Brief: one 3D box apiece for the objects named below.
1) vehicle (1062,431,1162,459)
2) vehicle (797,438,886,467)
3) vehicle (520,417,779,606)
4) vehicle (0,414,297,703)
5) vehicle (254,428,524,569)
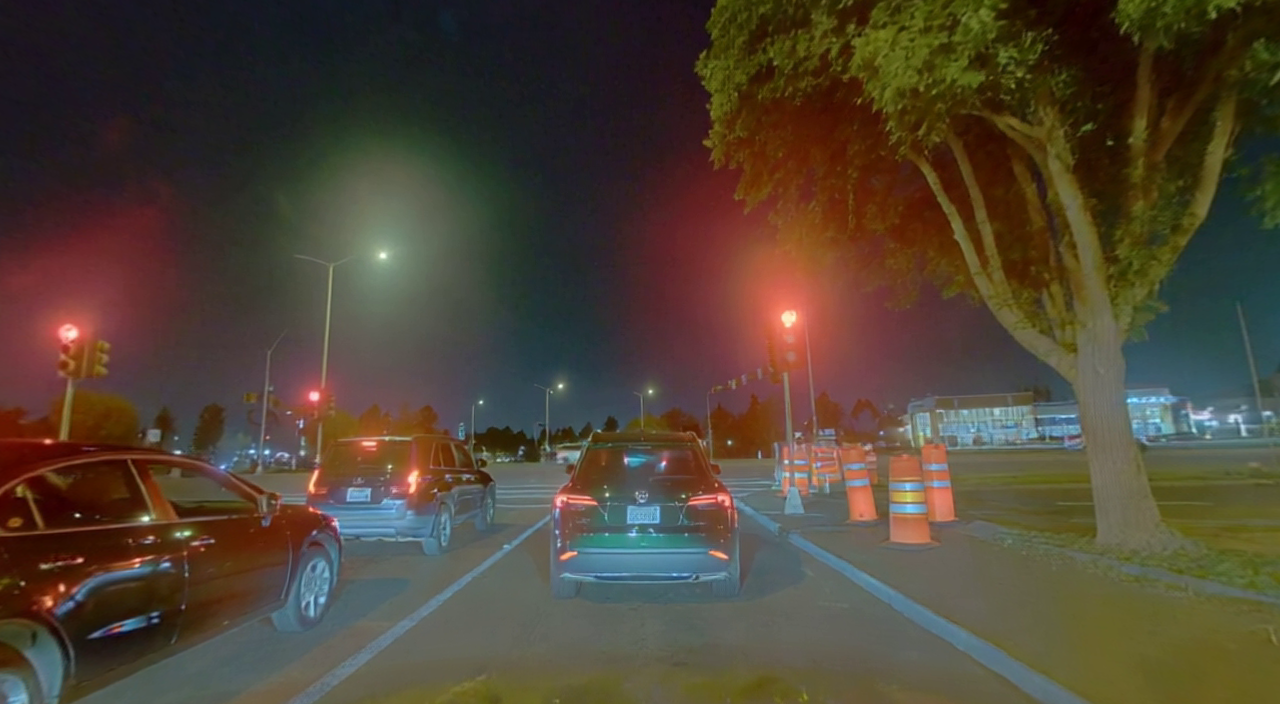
[{"bbox_3d":[30.433,6.023,40.708,4.827,1.729,1.986,0,-9,1],"label":"vehicle"},{"bbox_3d":[12.872,6.444,40.462,5.002,1.768,2.065,0,-9,2],"label":"vehicle"},{"bbox_3d":[0.120,1.622,7.214,2.167,1.560,3.676,0,-9,1],"label":"vehicle"},{"bbox_3d":[-3.578,0.944,2.154,2.064,1.497,4.722,0,-9,1],"label":"vehicle"},{"bbox_3d":[-3.263,1.997,9.456,1.989,1.541,4.626,0,-9,2],"label":"vehicle"}]
